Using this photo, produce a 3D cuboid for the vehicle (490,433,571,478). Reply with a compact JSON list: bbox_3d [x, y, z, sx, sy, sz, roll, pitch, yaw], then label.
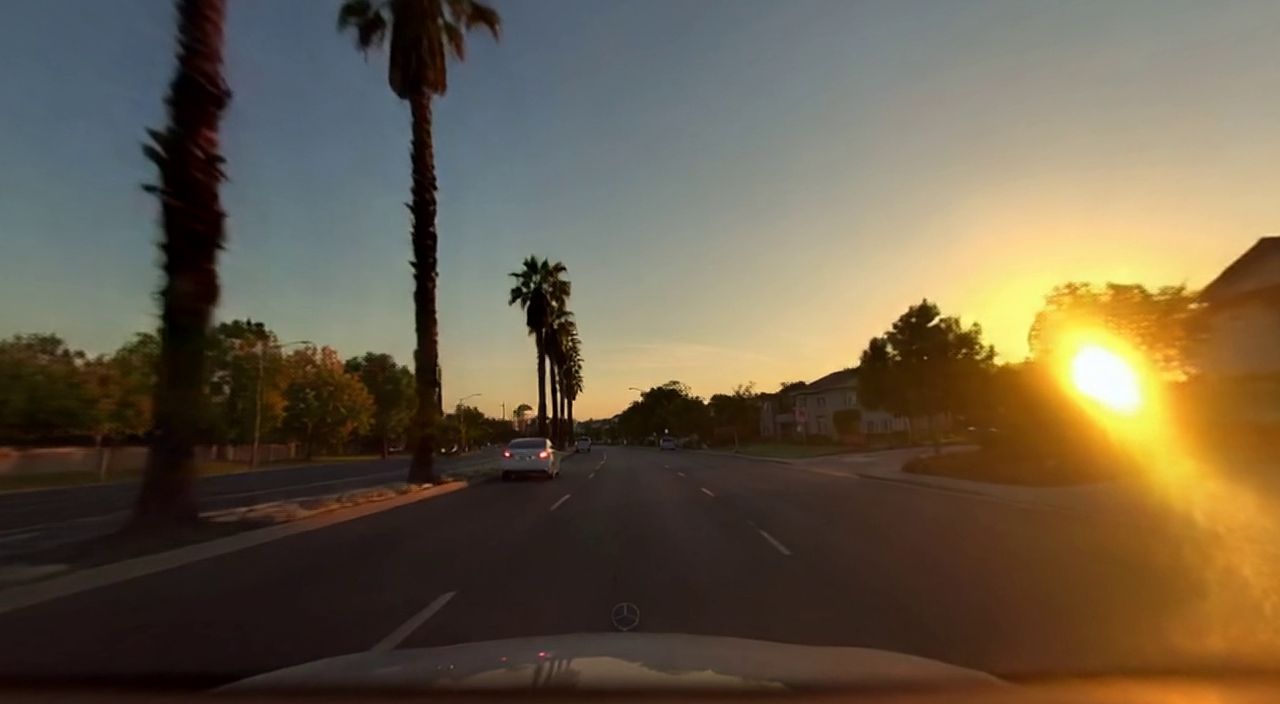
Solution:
[{"bbox_3d":[-3.840,3.732,22.995,2.108,1.475,4.555,0,-8,0],"label":"vehicle"}]
